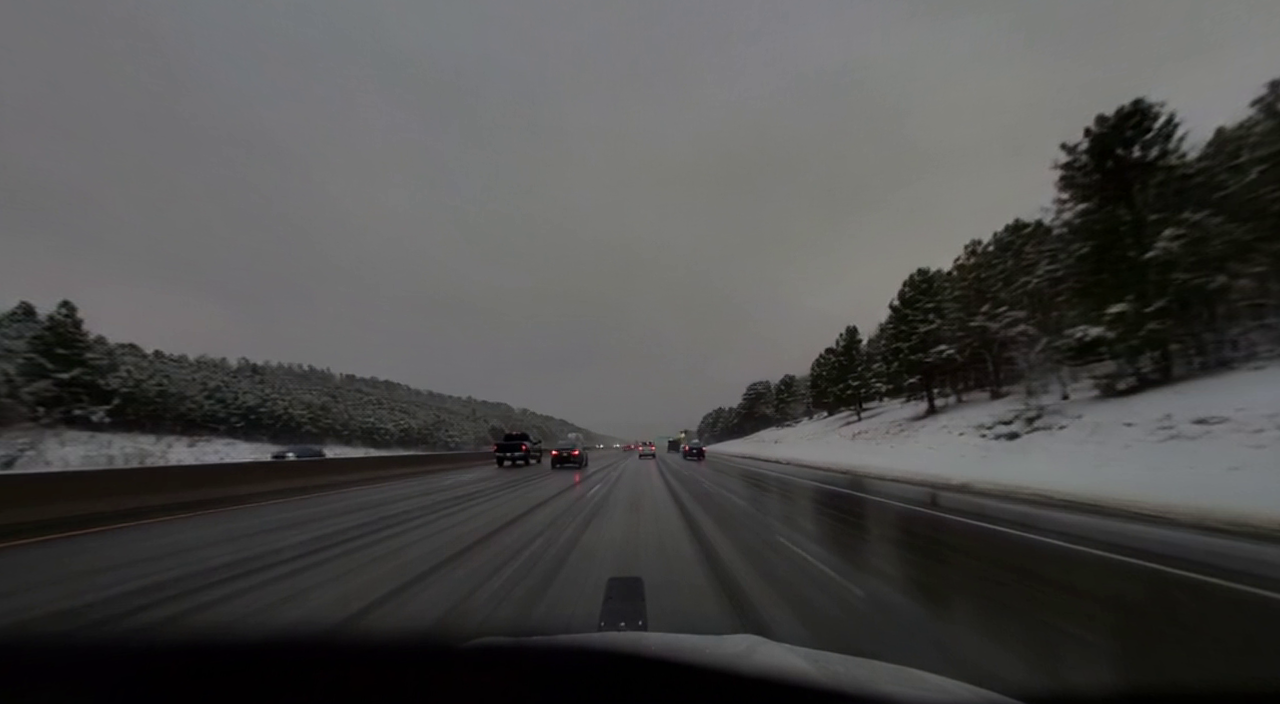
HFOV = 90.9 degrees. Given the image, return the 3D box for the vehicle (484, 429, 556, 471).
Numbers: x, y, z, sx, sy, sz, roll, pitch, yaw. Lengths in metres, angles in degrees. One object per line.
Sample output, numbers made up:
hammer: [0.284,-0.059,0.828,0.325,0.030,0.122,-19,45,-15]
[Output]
vehicle: [-6.417,5.346,34.619,2.589,2.063,6.206,0,-8,1]

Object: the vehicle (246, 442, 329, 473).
vehicle: [-20.691,6.180,37.262,1.933,1.660,4.943,0,-8,2]

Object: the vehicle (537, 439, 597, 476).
vehicle: [-3.172,4.722,28.514,2.091,1.552,4.516,0,-8,1]

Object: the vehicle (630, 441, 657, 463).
vehicle: [0.282,7.627,48.299,2.031,1.566,3.904,0,-8,0]
